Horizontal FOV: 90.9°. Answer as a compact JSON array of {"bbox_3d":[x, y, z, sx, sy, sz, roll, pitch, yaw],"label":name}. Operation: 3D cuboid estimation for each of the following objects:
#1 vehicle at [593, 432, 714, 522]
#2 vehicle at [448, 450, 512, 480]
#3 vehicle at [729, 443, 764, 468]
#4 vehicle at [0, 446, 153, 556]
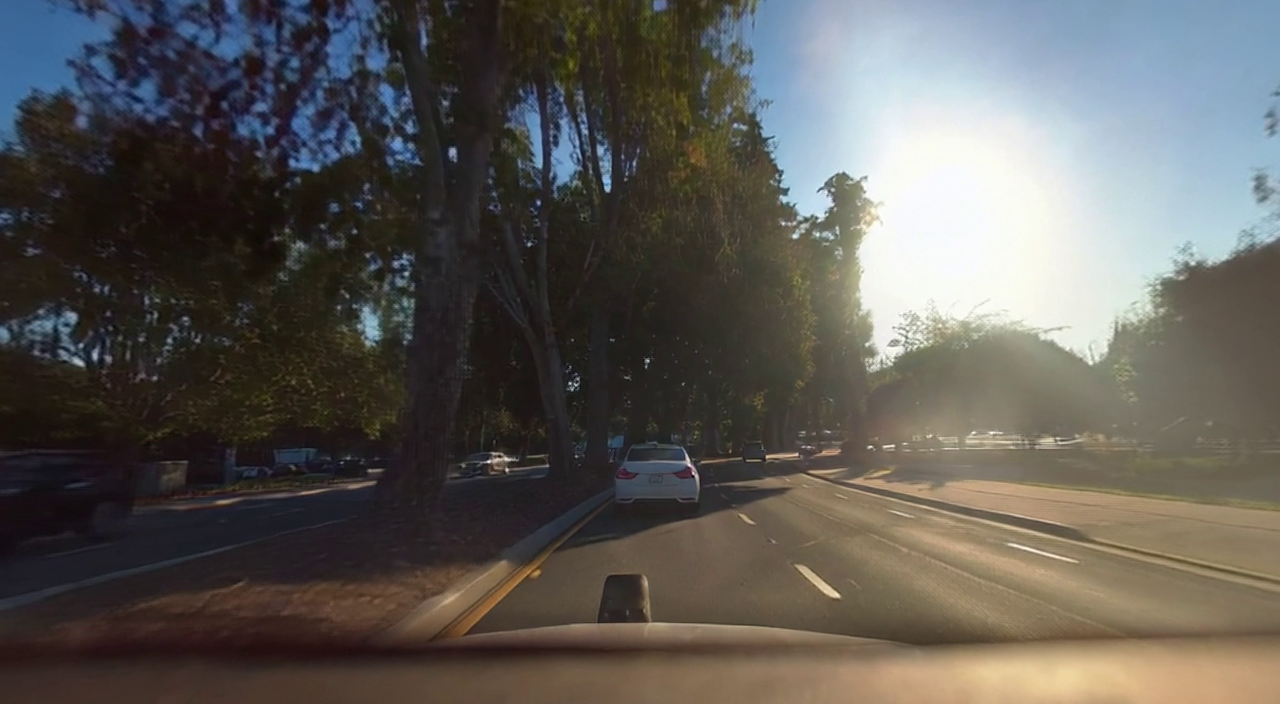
[{"bbox_3d":[0.339,2.543,13.395,2.154,1.585,3.997,-1,-8,3],"label":"vehicle"},{"bbox_3d":[-8.806,6.225,35.120,1.909,1.468,4.597,-1,-8,7],"label":"vehicle"},{"bbox_3d":[6.717,6.527,40.089,1.984,1.507,4.359,-1,-8,7],"label":"vehicle"},{"bbox_3d":[-11.051,2.448,10.551,2.068,1.688,4.665,0,-8,0],"label":"vehicle"}]
